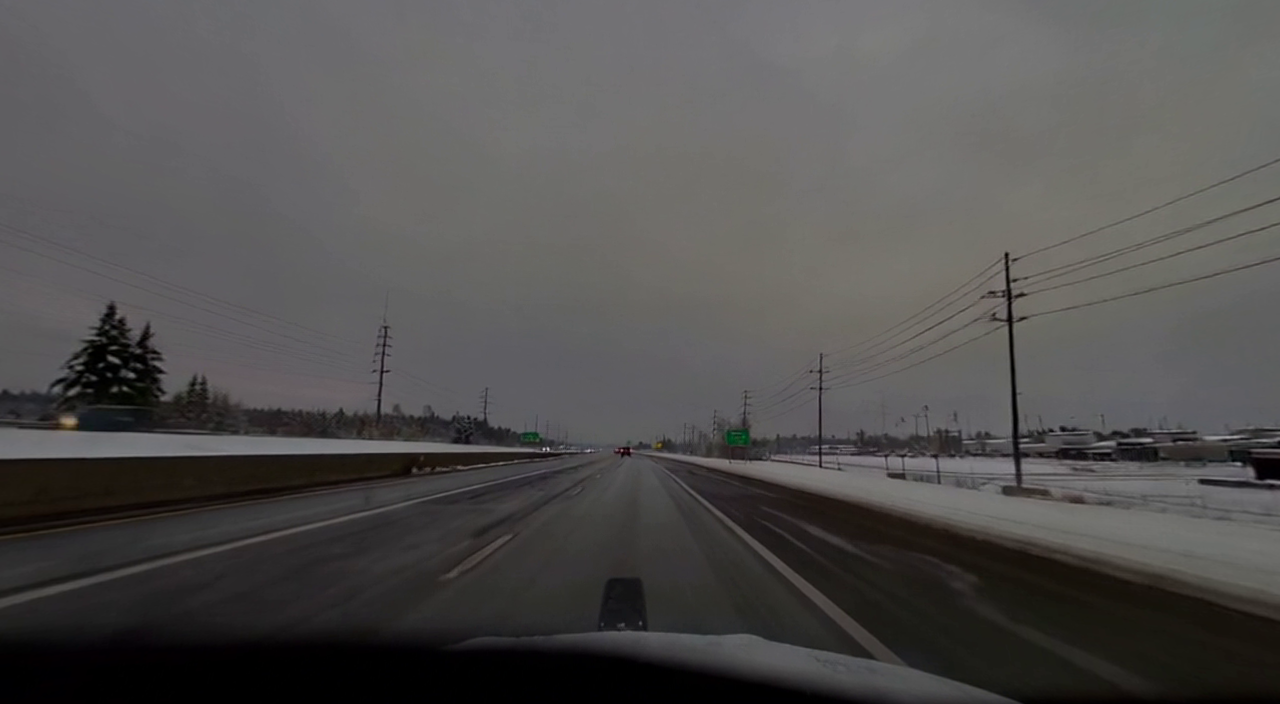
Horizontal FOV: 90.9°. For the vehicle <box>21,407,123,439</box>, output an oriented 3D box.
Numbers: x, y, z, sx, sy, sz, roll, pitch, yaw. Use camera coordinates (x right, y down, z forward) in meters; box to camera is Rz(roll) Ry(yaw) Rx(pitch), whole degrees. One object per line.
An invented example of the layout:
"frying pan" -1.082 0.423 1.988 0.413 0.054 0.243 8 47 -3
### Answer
"vehicle" -31.011 3.944 34.620 1.801 1.555 4.217 0 -9 -3
